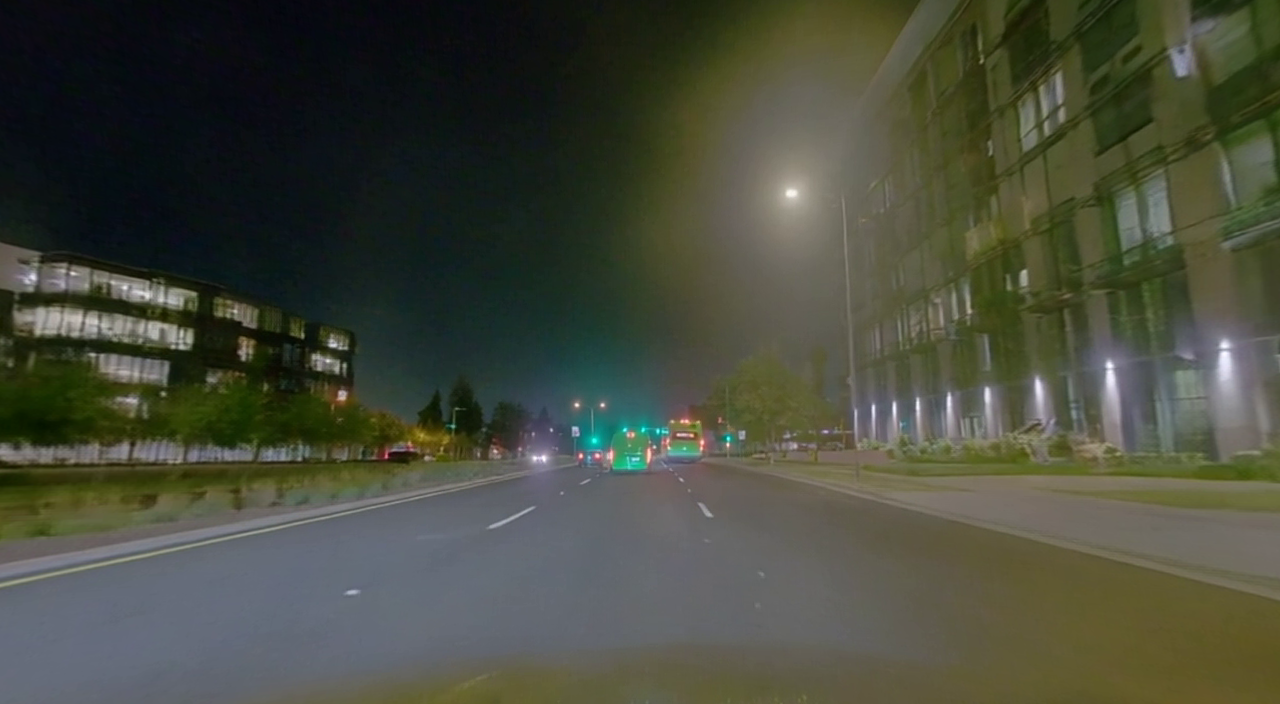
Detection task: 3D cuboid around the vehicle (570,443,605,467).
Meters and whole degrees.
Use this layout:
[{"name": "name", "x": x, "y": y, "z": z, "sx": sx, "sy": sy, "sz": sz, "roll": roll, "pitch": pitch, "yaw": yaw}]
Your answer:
[{"name": "vehicle", "x": -3.776, "y": 7.519, "z": 46.270, "sx": 2.109, "sy": 1.672, "sz": 4.256, "roll": 0, "pitch": -9, "yaw": 2}]

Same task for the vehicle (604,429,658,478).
[{"name": "vehicle", "x": -0.327, "y": 4.855, "z": 30.355, "sx": 2.336, "sy": 2.122, "sz": 5.207, "roll": 0, "pitch": -9, "yaw": 1}]
